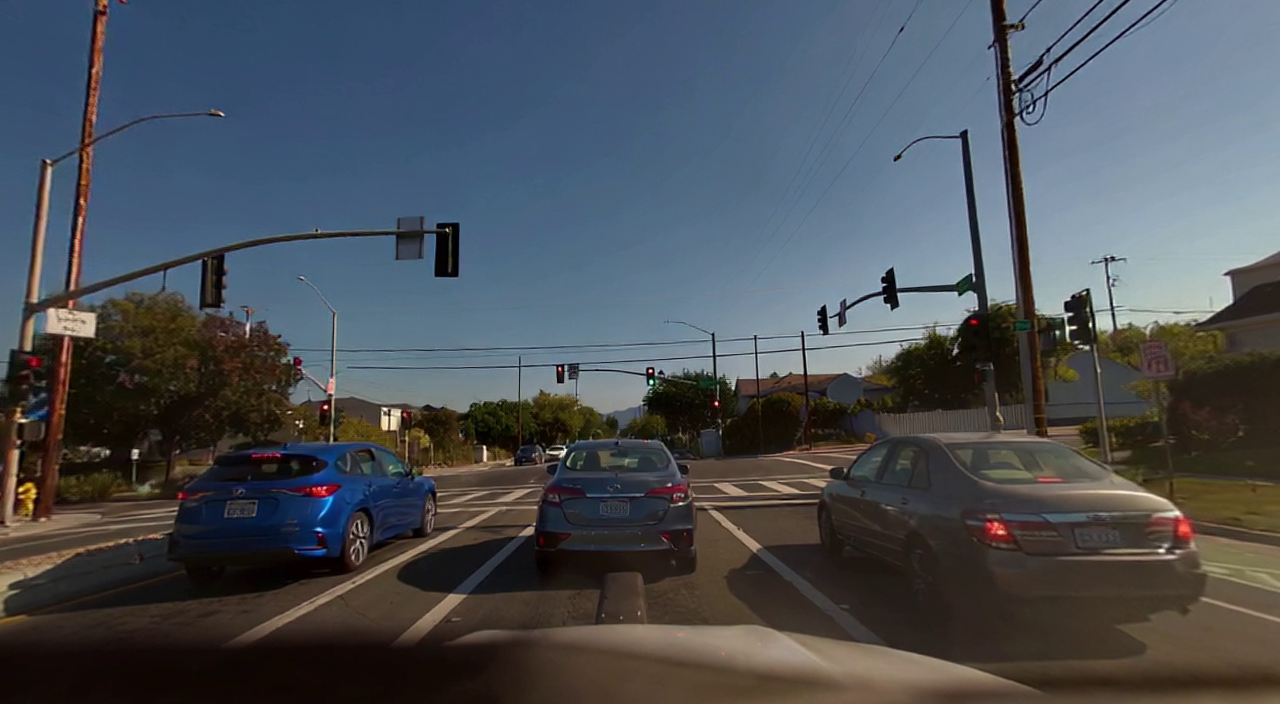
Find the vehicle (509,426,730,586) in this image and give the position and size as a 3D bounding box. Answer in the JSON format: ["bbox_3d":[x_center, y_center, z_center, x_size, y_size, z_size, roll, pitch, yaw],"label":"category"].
[{"bbox_3d":[-0.224,1.754,8.071,2.061,1.485,4.196,0,-8,-1],"label":"vehicle"}]

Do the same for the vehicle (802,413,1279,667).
[{"bbox_3d":[2.910,1.392,5.676,1.860,1.494,3.707,0,-8,-1],"label":"vehicle"}]

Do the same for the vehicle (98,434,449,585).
[{"bbox_3d":[-4.356,1.904,8.572,2.106,1.492,4.312,0,-8,1],"label":"vehicle"}]
